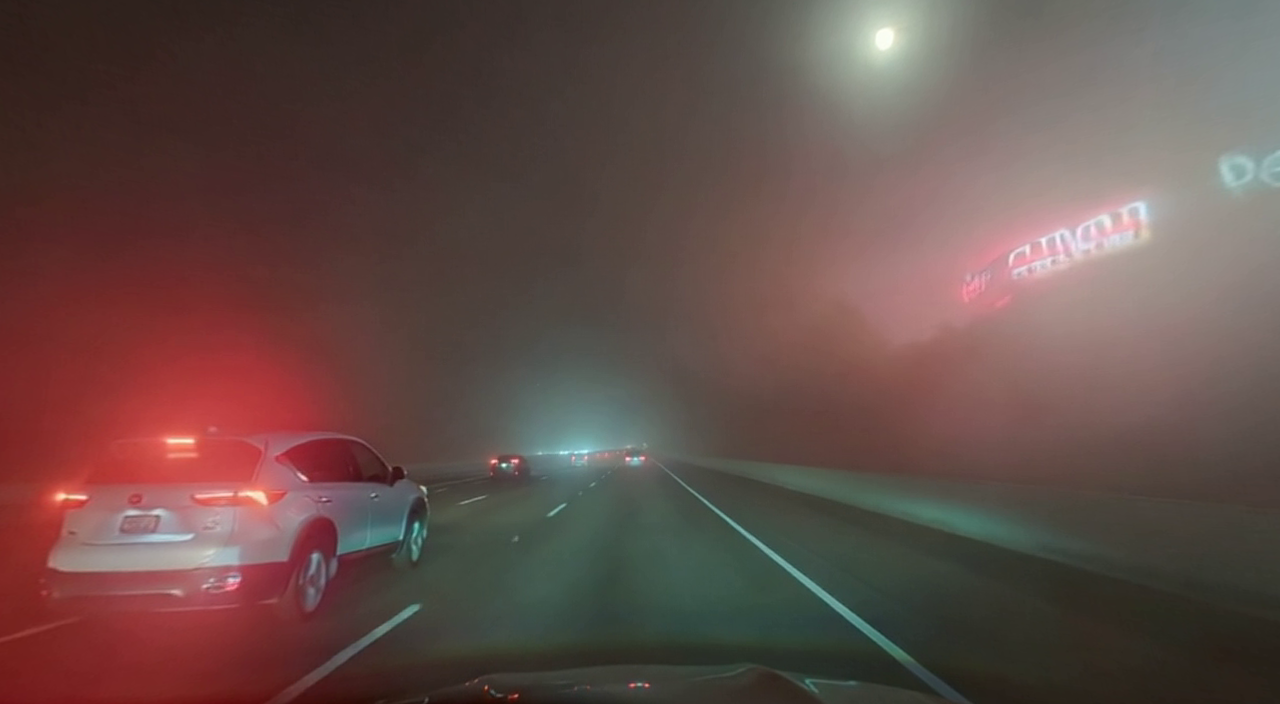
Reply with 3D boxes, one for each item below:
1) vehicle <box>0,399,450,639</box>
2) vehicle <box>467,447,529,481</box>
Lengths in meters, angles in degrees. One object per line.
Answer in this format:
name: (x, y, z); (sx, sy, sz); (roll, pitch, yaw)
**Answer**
vehicle: (-3.847, 1.560, 6.916); (2.059, 1.725, 4.521); (0, -9, 1)
vehicle: (-7.177, 5.698, 32.376); (1.998, 1.542, 4.953); (0, -9, 1)
